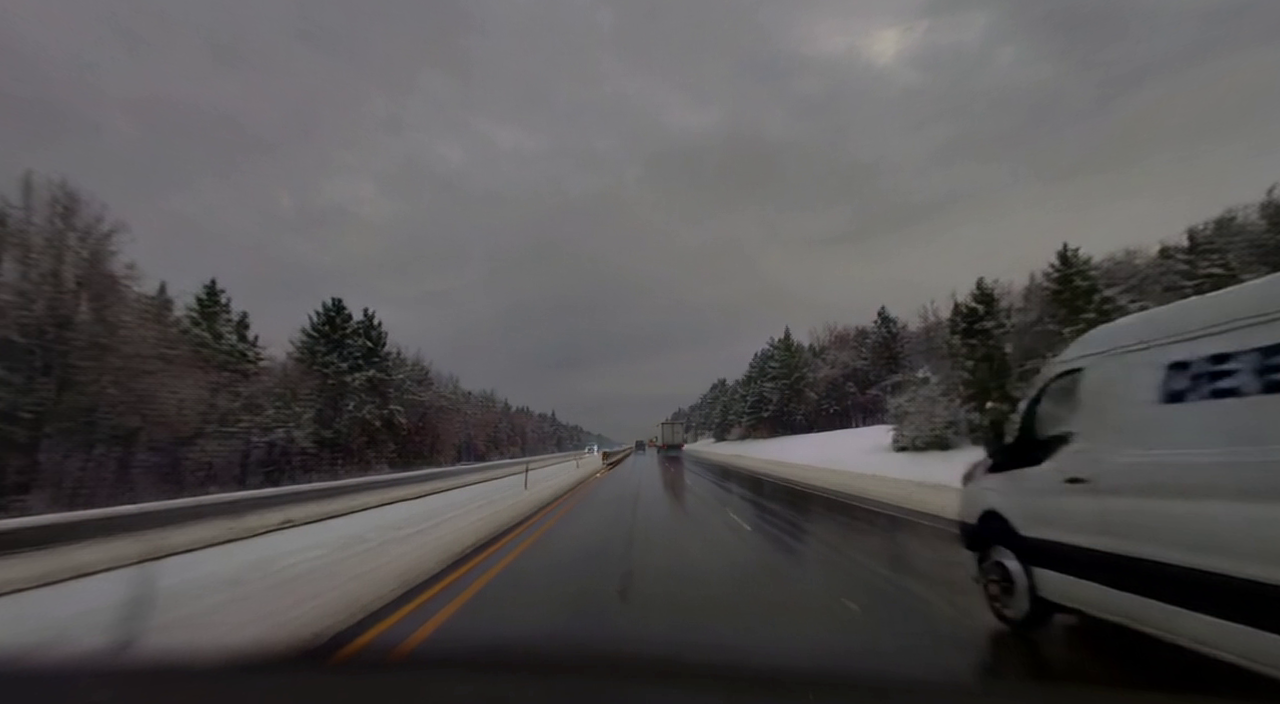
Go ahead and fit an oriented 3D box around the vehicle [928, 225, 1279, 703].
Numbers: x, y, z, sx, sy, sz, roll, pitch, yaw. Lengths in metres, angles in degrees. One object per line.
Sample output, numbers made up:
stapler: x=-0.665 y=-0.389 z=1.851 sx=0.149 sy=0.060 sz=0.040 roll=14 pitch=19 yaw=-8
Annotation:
vehicle: x=3.429 y=0.631 z=2.351 sx=2.291 sy=2.112 sz=5.052 roll=0 pitch=-8 yaw=0
